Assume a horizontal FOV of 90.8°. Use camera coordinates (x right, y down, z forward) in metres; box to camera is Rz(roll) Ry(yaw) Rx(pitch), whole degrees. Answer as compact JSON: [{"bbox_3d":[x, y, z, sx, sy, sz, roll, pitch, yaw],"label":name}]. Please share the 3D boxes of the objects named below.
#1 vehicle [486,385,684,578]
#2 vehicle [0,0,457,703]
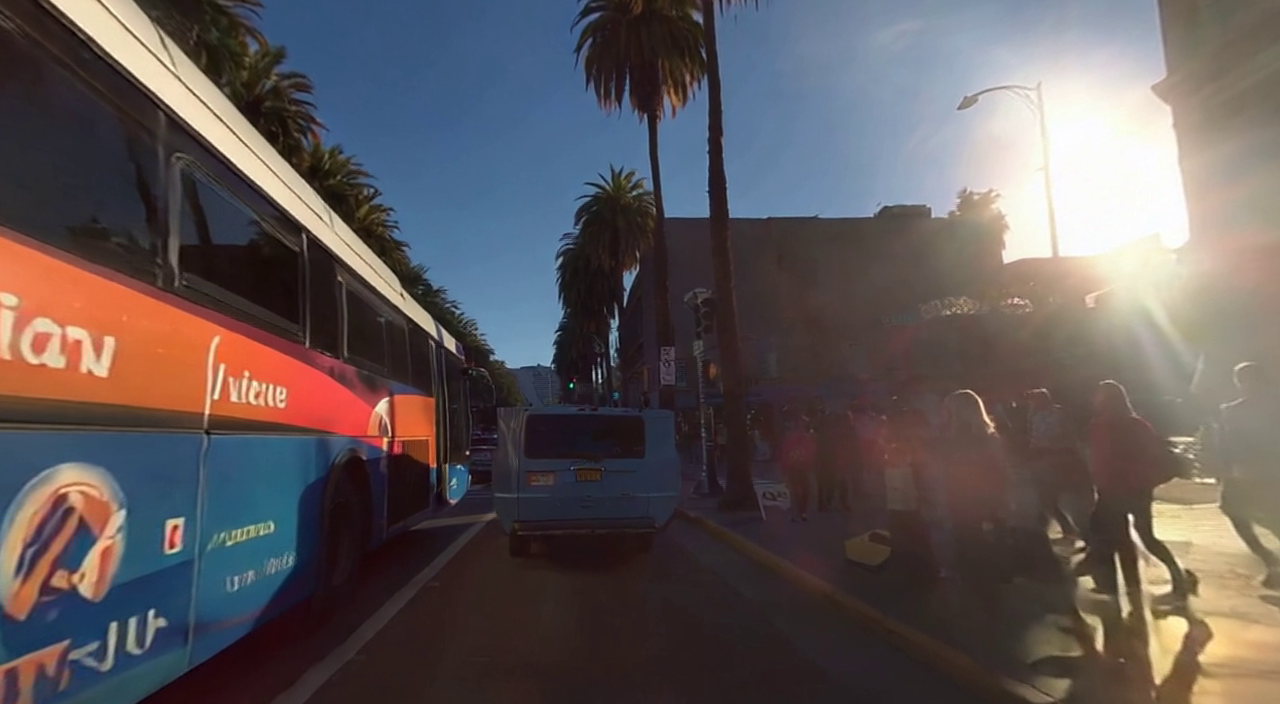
[{"bbox_3d":[-0.882,1.614,8.577,2.002,1.907,4.211,2,-9,-9],"label":"vehicle"},{"bbox_3d":[-3.864,0.293,4.021,2.863,3.233,11.573,1,-8,-5],"label":"vehicle"}]
